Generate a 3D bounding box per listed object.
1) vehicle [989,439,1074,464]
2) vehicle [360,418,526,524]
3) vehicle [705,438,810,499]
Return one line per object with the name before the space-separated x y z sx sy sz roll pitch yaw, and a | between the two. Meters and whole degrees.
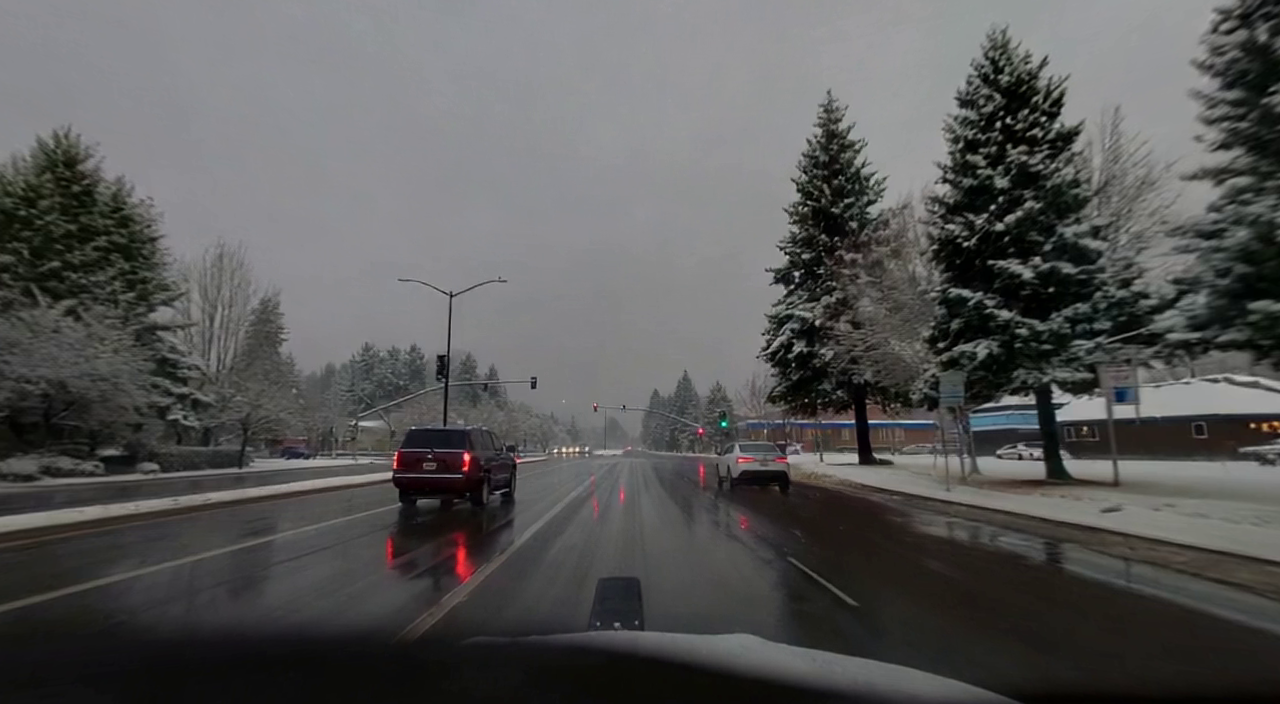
vehicle | 29.057 7.404 47.020 4.810 1.627 1.991 -3 -9 6
vehicle | -3.816 2.402 13.227 1.997 1.806 4.500 0 -9 0
vehicle | 3.210 3.301 18.320 1.975 1.502 4.787 0 -9 -2
